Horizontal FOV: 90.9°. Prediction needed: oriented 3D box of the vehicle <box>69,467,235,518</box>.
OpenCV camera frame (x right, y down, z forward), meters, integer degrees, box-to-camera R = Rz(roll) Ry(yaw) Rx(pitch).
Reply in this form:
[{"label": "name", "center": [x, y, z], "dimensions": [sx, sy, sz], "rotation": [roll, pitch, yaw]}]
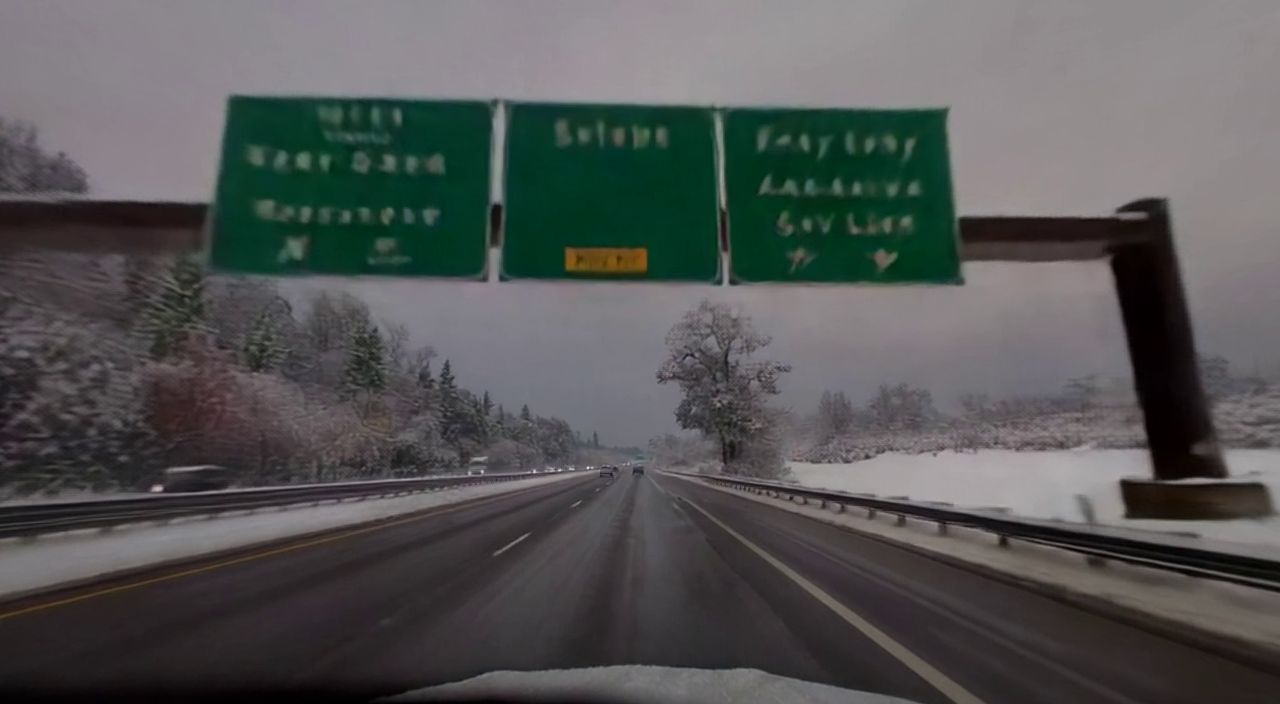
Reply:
[{"label": "vehicle", "center": [-16.026, 4.603, 21.067], "dimensions": [1.918, 1.458, 4.498], "rotation": [1, -11, 0]}]
